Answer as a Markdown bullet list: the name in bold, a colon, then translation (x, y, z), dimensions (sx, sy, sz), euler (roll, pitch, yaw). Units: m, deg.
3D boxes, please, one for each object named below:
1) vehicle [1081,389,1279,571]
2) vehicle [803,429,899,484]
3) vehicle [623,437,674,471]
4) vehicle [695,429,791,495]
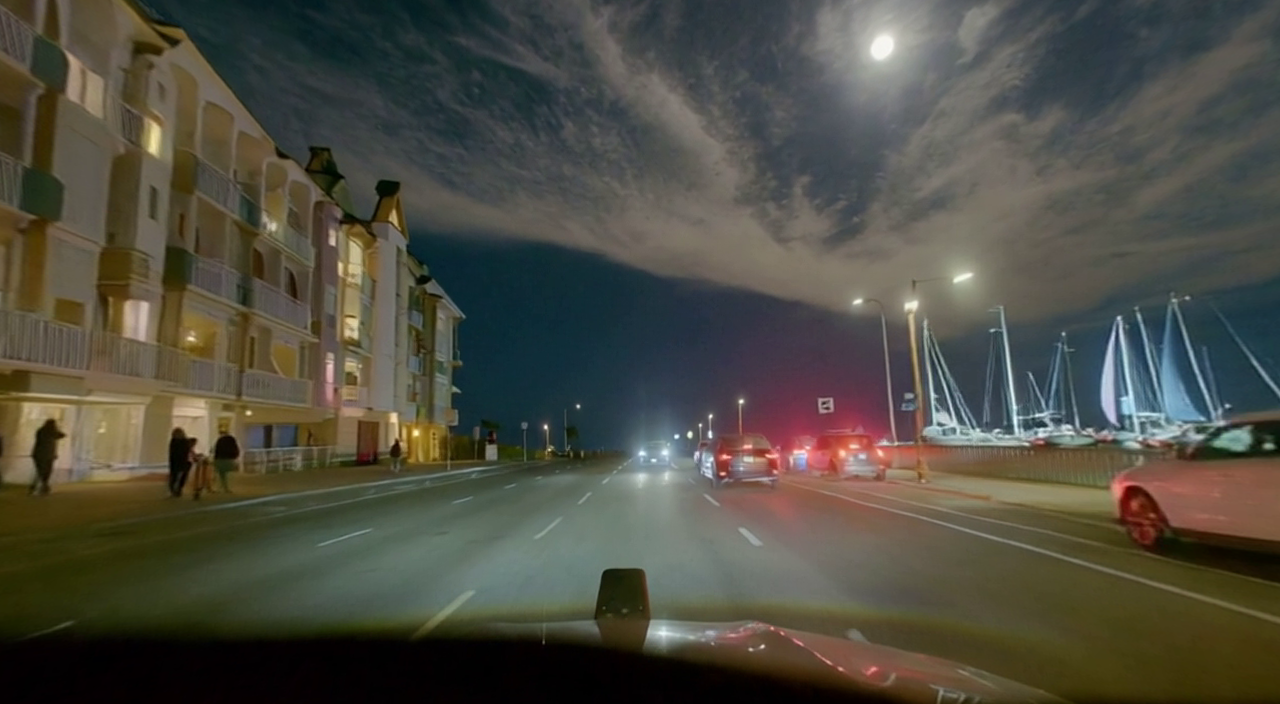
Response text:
- **vehicle**: translation (7.757, 1.385, 6.962), dimensions (2.056, 1.896, 5.062), euler (0, -8, 0)
- **vehicle**: translation (7.828, 3.899, 23.867), dimensions (1.969, 1.852, 4.513), euler (0, -8, -1)
- **vehicle**: translation (0.425, 4.855, 30.161), dimensions (2.284, 1.496, 3.949), euler (-1, -8, 1)
- **vehicle**: translation (2.778, 3.063, 17.932), dimensions (2.047, 1.640, 4.051), euler (-1, -8, 0)
